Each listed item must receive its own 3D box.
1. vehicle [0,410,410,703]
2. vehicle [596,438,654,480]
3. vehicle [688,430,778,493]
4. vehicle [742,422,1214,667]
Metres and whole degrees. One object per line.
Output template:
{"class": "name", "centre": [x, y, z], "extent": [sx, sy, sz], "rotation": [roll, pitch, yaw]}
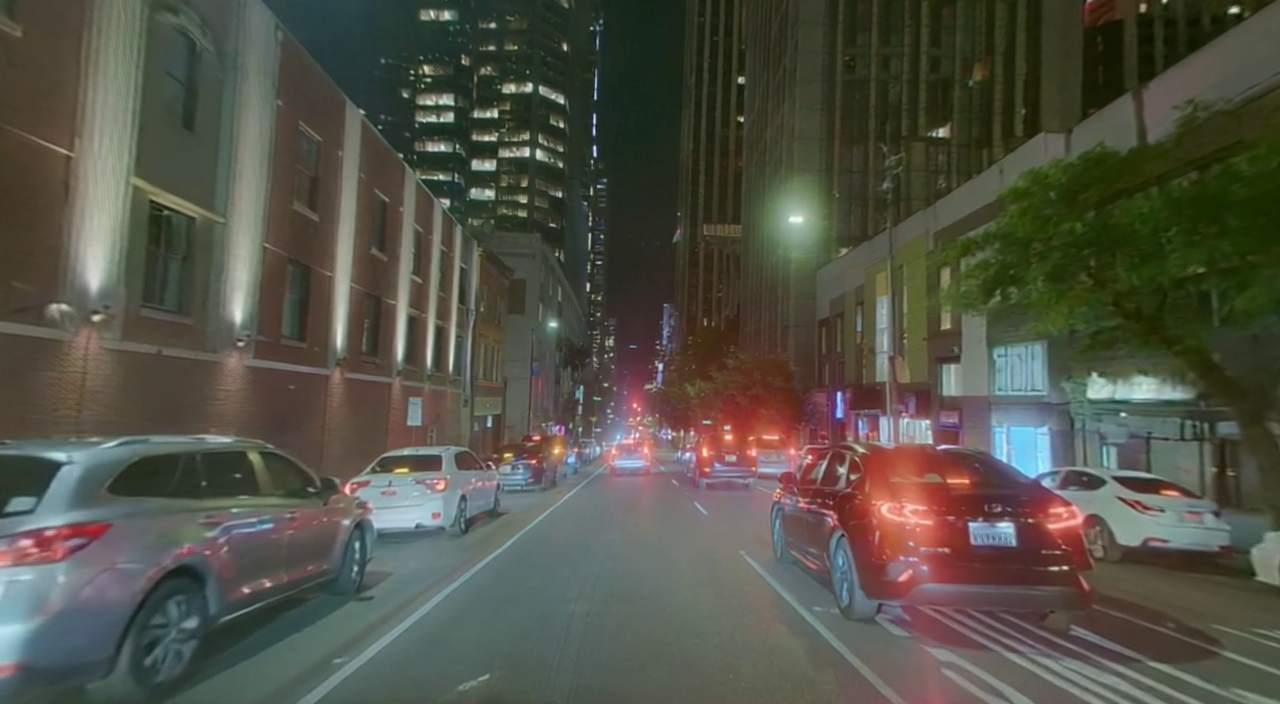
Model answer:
{"class": "vehicle", "centre": [-3.525, 1.314, 4.706], "extent": [1.955, 1.504, 4.618], "rotation": [0, -8, -2]}
{"class": "vehicle", "centre": [-0.527, 4.044, 23.995], "extent": [2.007, 1.460, 3.923], "rotation": [0, -8, 0]}
{"class": "vehicle", "centre": [2.714, 3.333, 19.542], "extent": [2.002, 1.707, 4.547], "rotation": [0, -8, -1]}
{"class": "vehicle", "centre": [2.479, 1.531, 6.256], "extent": [2.080, 1.495, 4.591], "rotation": [0, -8, -1]}
